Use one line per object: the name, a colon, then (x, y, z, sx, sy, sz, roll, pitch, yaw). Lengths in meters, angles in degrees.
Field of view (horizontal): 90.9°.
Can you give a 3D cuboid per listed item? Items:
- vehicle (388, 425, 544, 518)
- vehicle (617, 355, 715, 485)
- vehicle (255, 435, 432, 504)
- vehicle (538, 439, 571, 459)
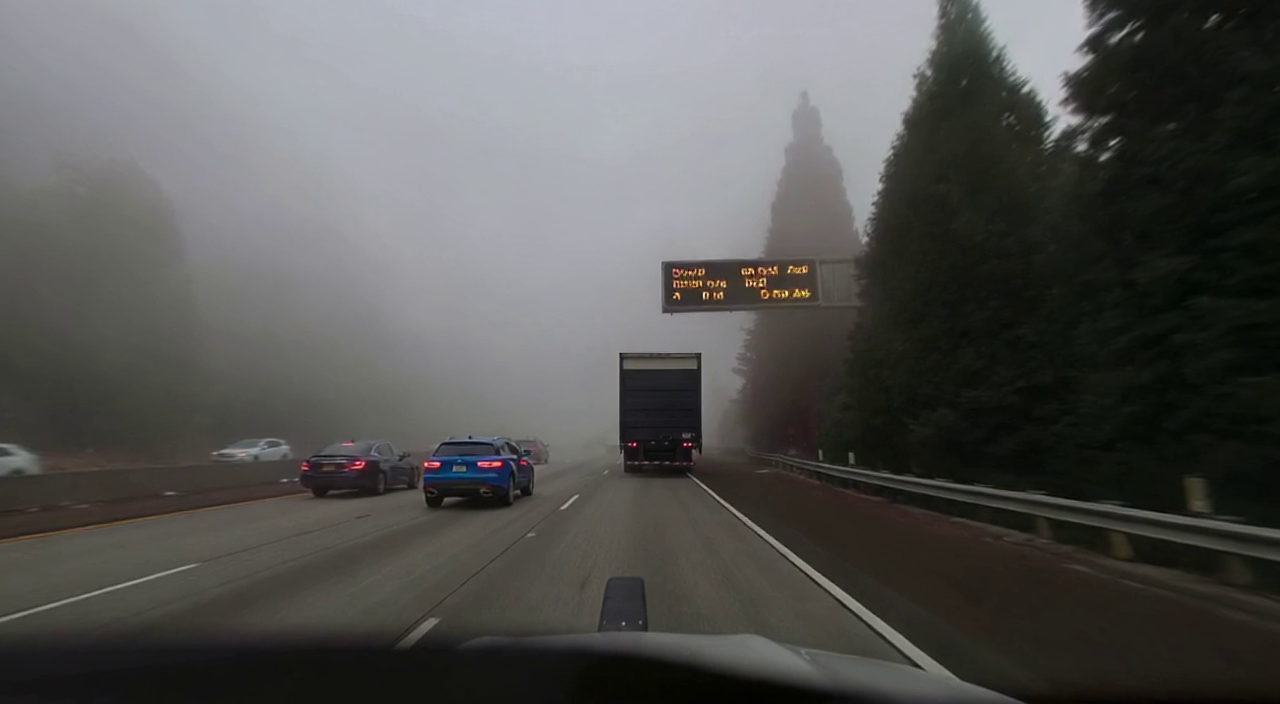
vehicle: (-3.488, 2.485, 13.630, 2.077, 1.671, 4.249, 0, -8, 1)
vehicle: (0.782, 2.779, 24.040, 2.870, 3.841, 10.653, 0, -8, 0)
vehicle: (-7.287, 2.928, 16.229, 2.063, 1.480, 4.842, 0, -8, 2)
vehicle: (-6.539, 7.471, 48.535, 1.882, 1.451, 4.416, 0, -8, 1)
